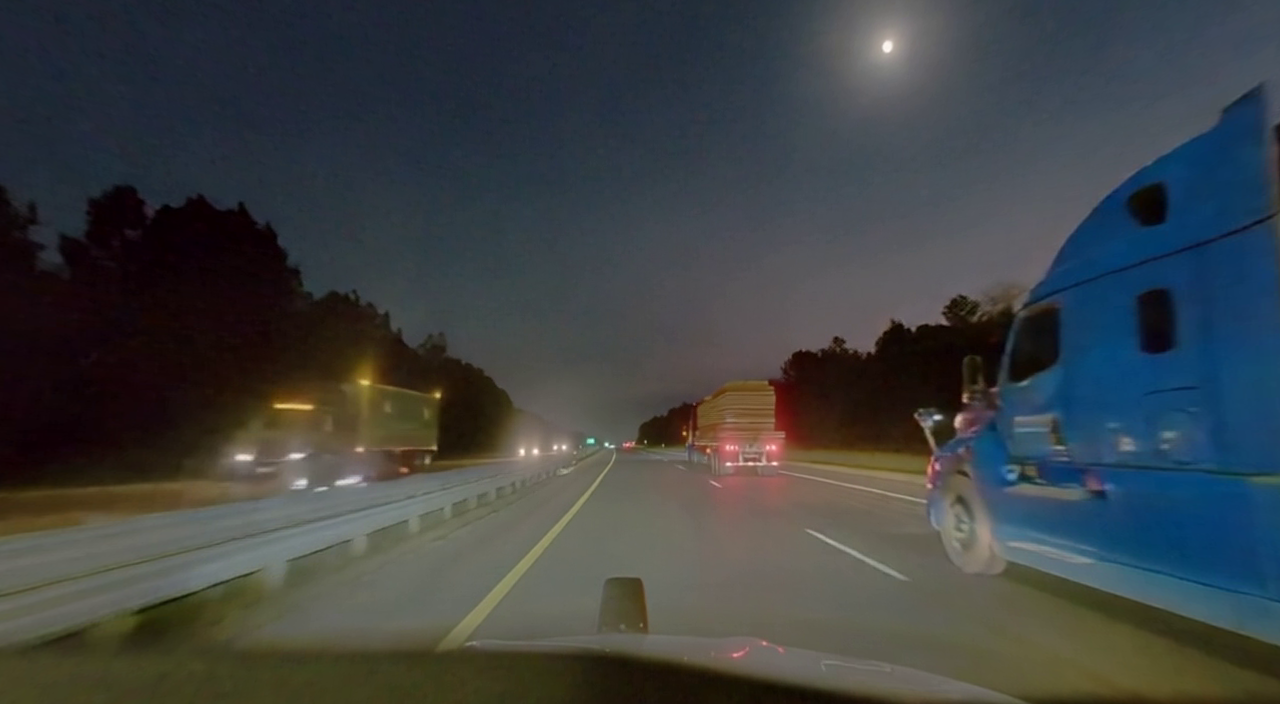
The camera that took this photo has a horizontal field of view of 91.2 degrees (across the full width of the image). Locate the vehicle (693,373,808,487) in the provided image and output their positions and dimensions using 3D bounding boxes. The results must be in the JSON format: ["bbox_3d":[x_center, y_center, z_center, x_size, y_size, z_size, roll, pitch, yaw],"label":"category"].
[{"bbox_3d":[4.638,3.894,30.874,3.023,4.054,16.882,0,-8,1],"label":"vehicle"}]

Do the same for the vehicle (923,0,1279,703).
[{"bbox_3d":[4.759,-0.080,3.780,3.062,3.891,6.234,0,-8,0],"label":"vehicle"}]
